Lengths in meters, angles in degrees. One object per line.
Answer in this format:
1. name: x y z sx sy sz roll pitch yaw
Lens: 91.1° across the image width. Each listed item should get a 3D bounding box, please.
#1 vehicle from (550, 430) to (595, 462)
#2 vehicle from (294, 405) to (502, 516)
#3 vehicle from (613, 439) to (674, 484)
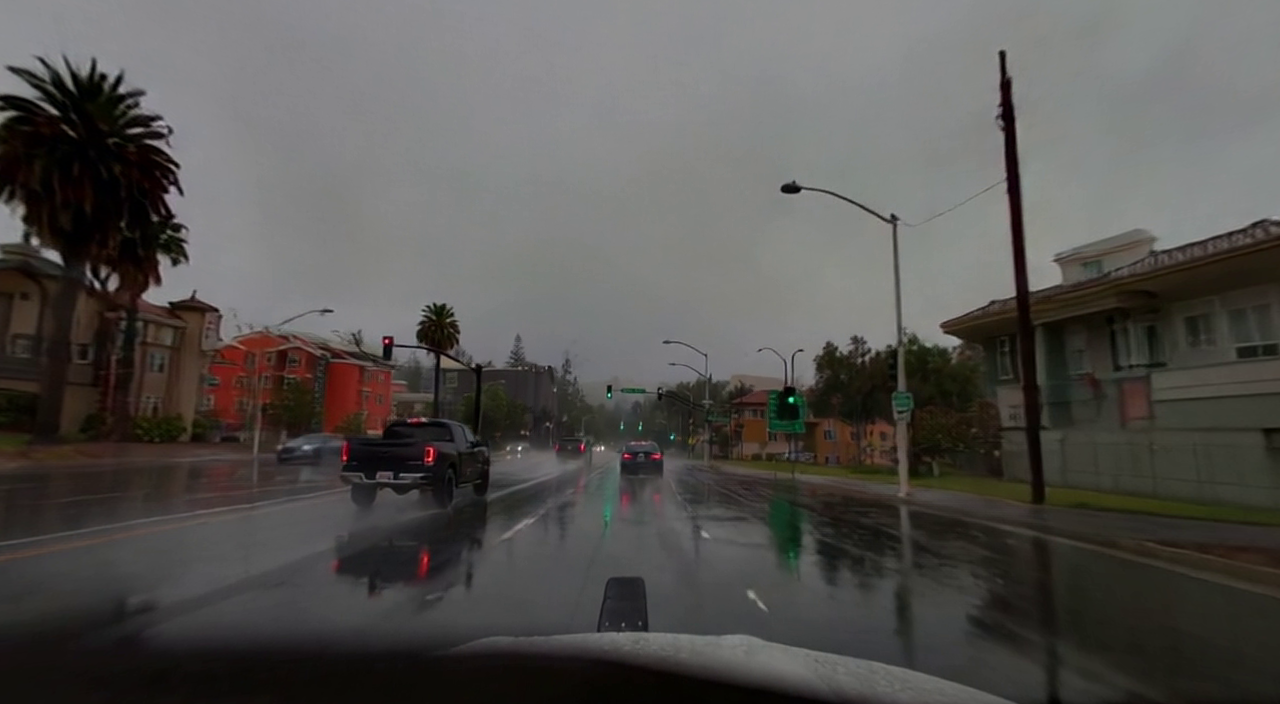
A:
1. vehicle: -4.638 6.648 44.294 2.447 2.062 5.911 0 -8 1
2. vehicle: -4.860 2.329 13.973 2.187 1.904 6.103 0 -8 0
3. vehicle: 0.140 4.121 23.962 2.122 1.562 4.152 0 -8 0
